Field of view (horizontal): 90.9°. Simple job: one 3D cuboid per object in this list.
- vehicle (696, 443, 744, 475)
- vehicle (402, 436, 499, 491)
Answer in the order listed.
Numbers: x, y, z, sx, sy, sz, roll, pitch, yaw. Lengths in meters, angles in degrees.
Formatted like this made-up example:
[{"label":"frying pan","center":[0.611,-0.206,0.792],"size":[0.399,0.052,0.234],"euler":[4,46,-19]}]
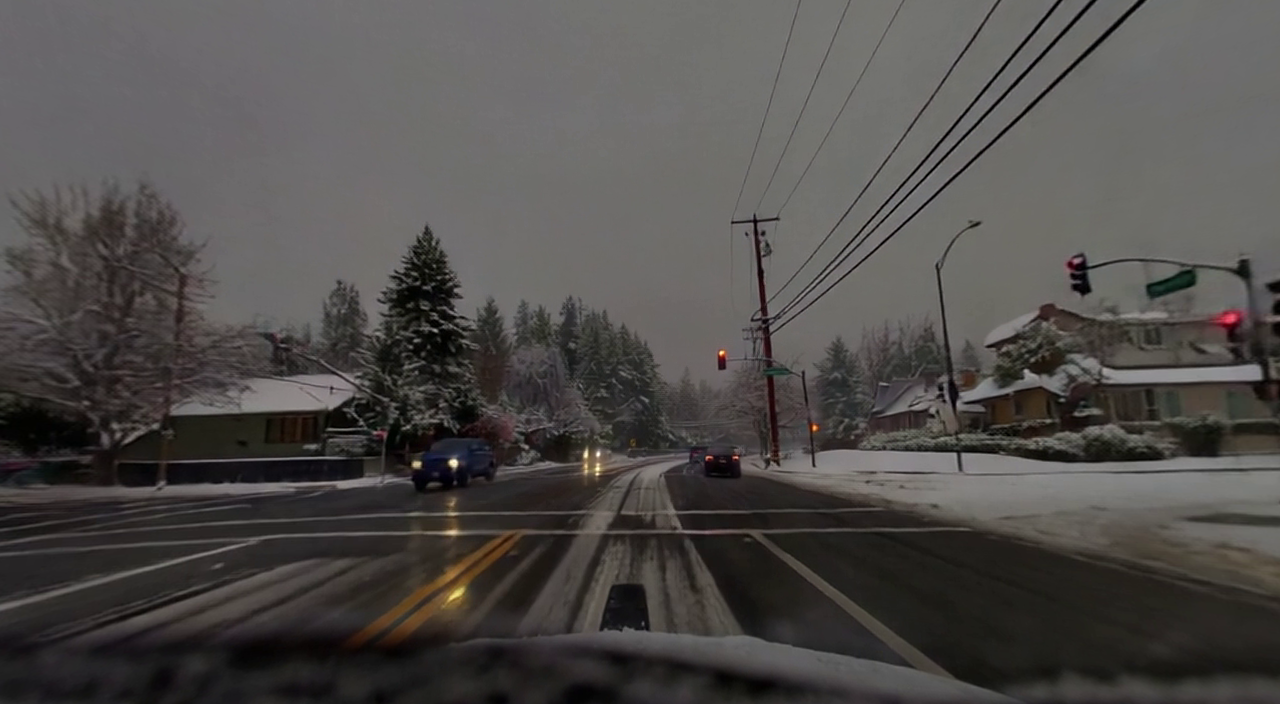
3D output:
[{"label":"vehicle","center":[3.981,5.389,32.074],"size":[1.951,1.479,4.487],"euler":[0,-8,1]},{"label":"vehicle","center":[-6.610,3.914,22.542],"size":[1.959,1.741,4.393],"euler":[0,-8,2]}]
